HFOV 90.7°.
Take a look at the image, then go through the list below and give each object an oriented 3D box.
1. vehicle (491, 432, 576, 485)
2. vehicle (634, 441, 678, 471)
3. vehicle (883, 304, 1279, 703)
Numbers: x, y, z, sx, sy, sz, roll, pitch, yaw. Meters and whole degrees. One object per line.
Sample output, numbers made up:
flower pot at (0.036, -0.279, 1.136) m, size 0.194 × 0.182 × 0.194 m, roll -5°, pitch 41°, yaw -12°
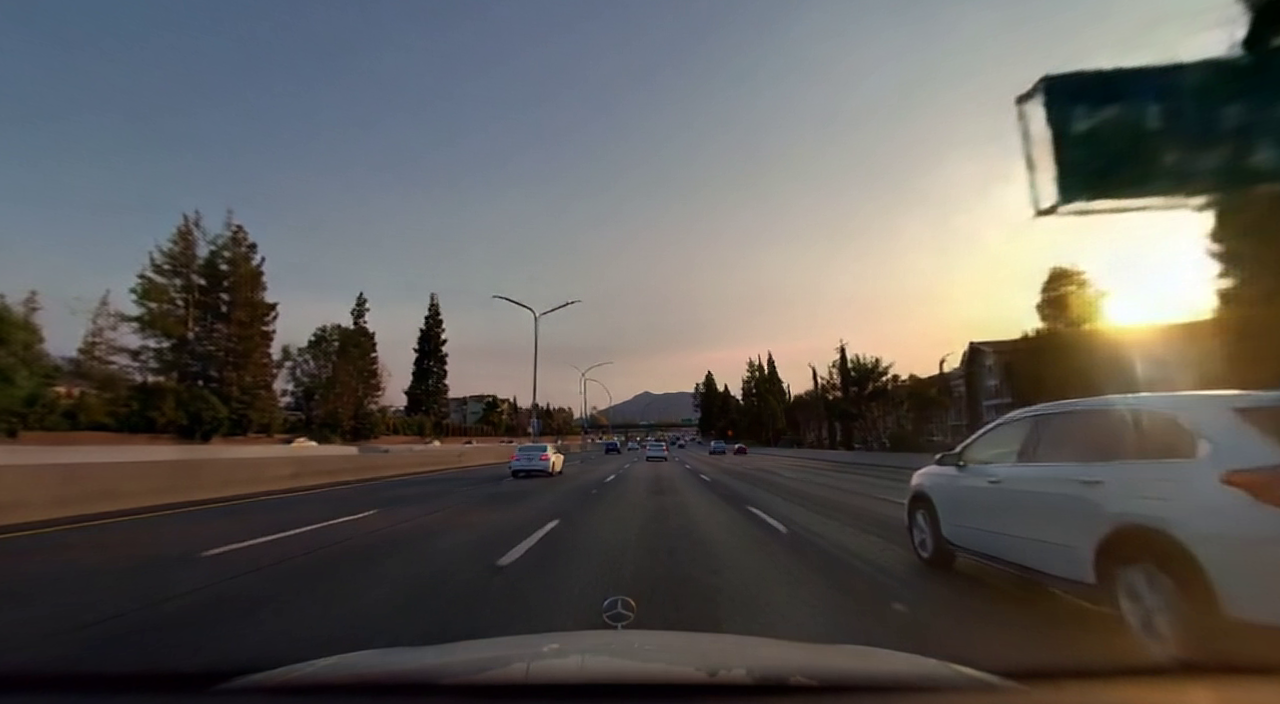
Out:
vehicle at (-3.665, 3.760, 22.666) m, size 2.260 × 1.706 × 4.177 m, roll 0°, pitch -8°, yaw 1°
vehicle at (0.824, 5.488, 33.533) m, size 2.146 × 1.485 × 4.332 m, roll 0°, pitch -8°, yaw 1°
vehicle at (3.673, 0.927, 3.621) m, size 2.463 × 1.851 × 5.122 m, roll 0°, pitch -8°, yaw -1°
